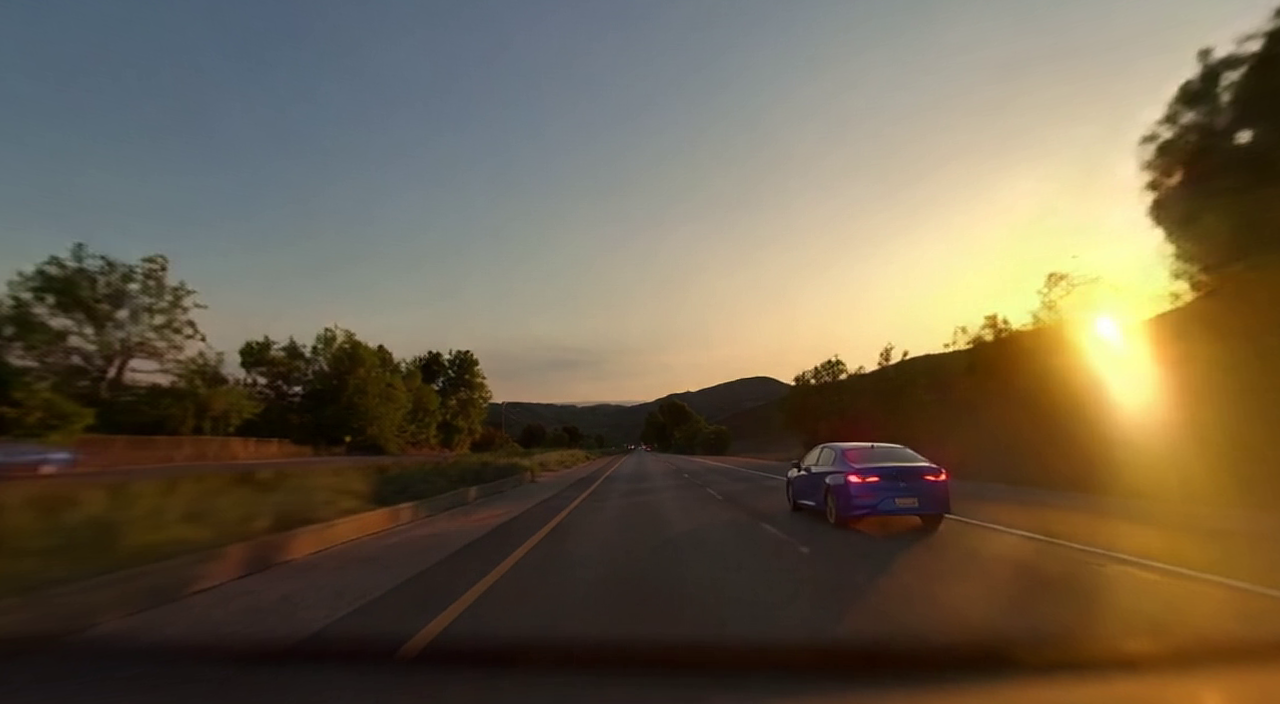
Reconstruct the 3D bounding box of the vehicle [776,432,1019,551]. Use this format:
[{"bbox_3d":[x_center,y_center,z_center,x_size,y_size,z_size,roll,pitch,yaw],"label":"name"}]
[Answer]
[{"bbox_3d":[3.711,2.082,10.176,2.003,1.466,4.441,0,-8,0],"label":"vehicle"}]
